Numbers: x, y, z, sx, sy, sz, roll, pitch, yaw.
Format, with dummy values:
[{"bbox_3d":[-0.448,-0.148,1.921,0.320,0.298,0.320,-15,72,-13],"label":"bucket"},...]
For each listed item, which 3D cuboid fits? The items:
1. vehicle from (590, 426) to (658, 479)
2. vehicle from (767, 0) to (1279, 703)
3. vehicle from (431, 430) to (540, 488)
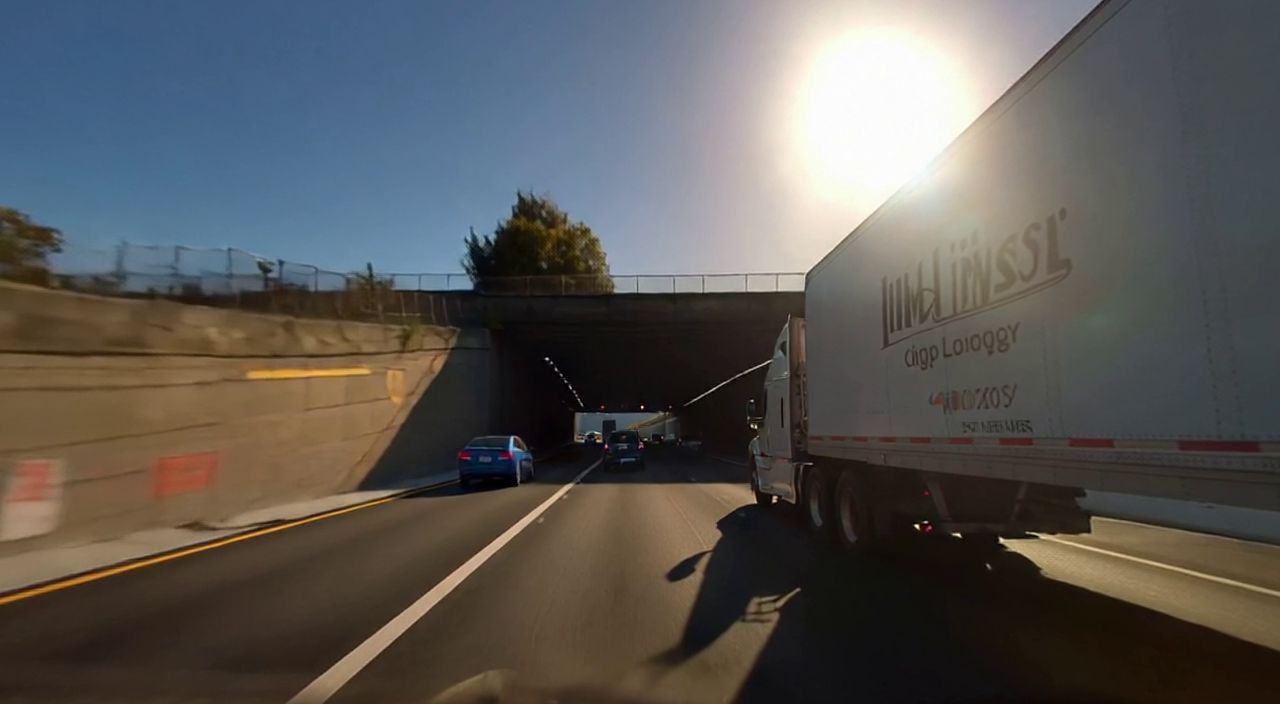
[{"bbox_3d":[-0.521,3.329,21.189,2.094,1.600,3.666,0,-8,-1],"label":"vehicle"},{"bbox_3d":[3.823,-0.110,4.289,2.842,4.108,14.081,0,-8,-1],"label":"vehicle"},{"bbox_3d":[-4.228,2.978,18.004,2.019,1.435,4.317,0,-8,0],"label":"vehicle"}]
